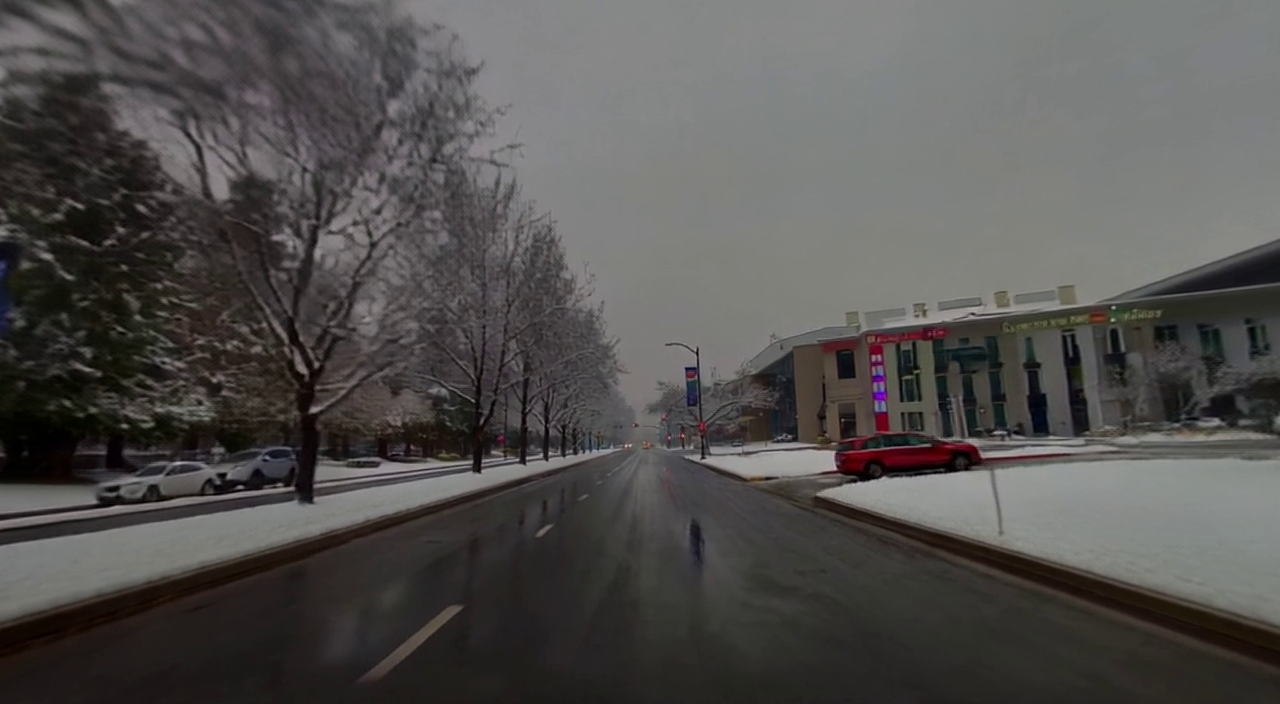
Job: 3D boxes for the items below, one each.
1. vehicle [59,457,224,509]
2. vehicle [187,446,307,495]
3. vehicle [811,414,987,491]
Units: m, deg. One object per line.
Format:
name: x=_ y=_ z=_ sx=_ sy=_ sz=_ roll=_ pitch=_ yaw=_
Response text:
vehicle: x=-17.442 y=4.563 z=22.366 sx=1.873 sy=1.544 sz=4.794 roll=0 pitch=-9 yaw=1
vehicle: x=-17.333 y=5.208 z=28.058 sx=2.301 sy=1.821 sz=4.731 roll=-4 pitch=-9 yaw=0
vehicle: x=8.543 y=3.370 z=21.112 sx=4.716 sy=1.672 sz=2.330 roll=-9 pitch=-8 yaw=-2
